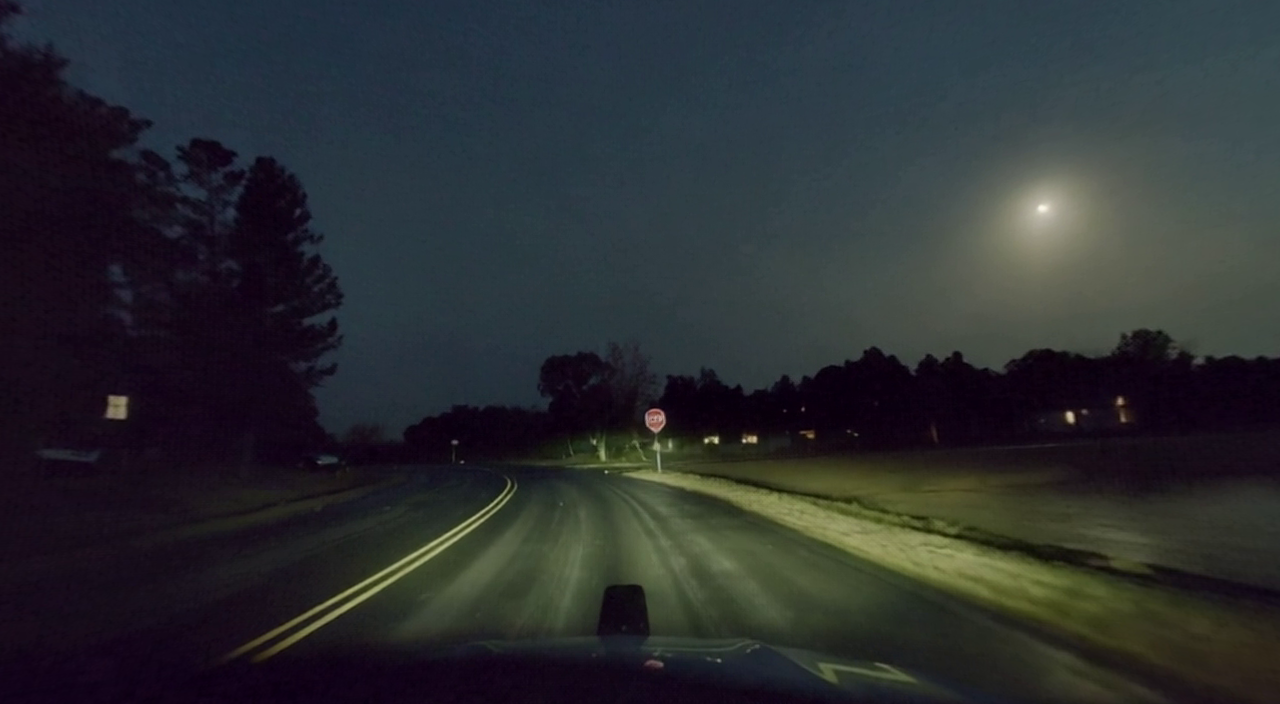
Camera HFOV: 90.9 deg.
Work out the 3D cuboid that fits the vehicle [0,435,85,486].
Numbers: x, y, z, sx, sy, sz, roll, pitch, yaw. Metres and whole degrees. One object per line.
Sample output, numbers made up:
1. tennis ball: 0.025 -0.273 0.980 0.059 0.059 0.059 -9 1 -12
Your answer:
1. vehicle: -26.724 4.656 27.368 2.063 2.001 5.448 3 -9 -21
